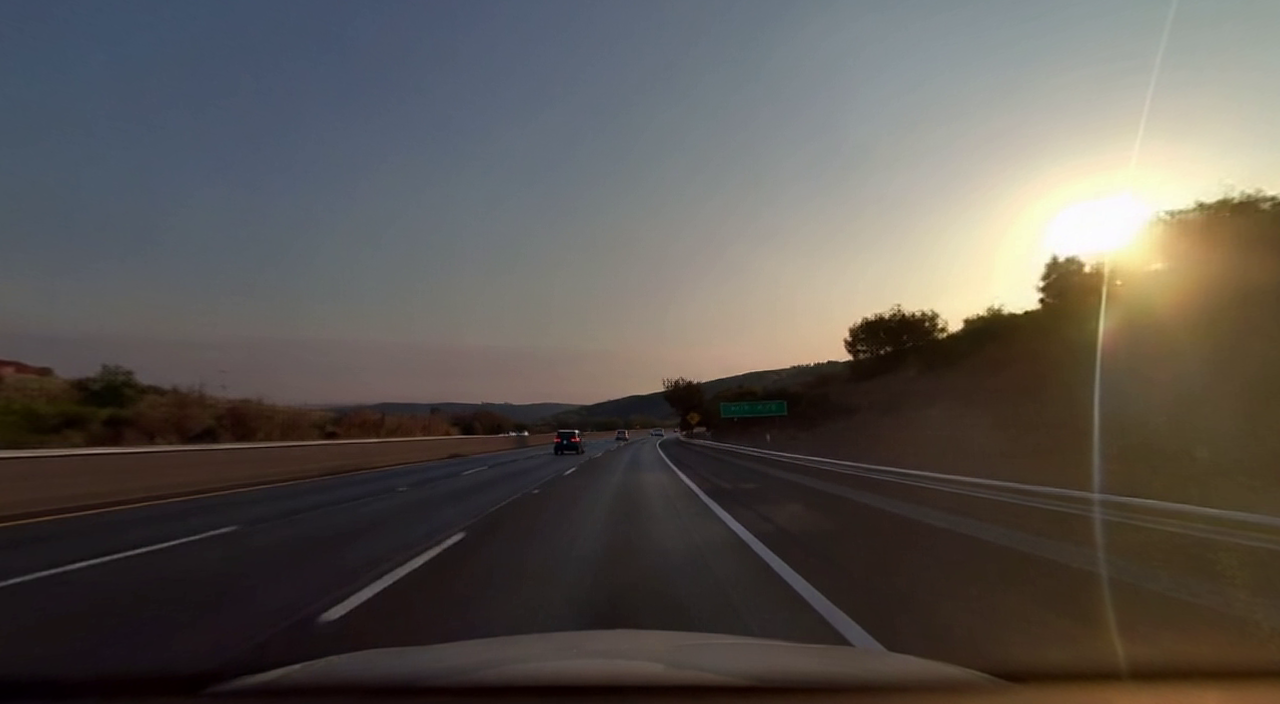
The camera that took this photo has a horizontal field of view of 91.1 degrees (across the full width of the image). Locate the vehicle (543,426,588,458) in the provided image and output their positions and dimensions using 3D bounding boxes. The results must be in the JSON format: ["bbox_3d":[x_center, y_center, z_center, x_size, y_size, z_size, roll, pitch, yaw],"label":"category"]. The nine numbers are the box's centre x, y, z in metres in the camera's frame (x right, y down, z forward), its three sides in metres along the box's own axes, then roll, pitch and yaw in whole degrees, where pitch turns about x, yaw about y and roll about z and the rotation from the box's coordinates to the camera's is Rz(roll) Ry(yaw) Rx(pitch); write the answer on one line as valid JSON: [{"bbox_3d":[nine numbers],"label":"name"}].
[{"bbox_3d":[-4.222,5.175,36.405,1.980,1.721,4.419,0,-8,1],"label":"vehicle"}]
